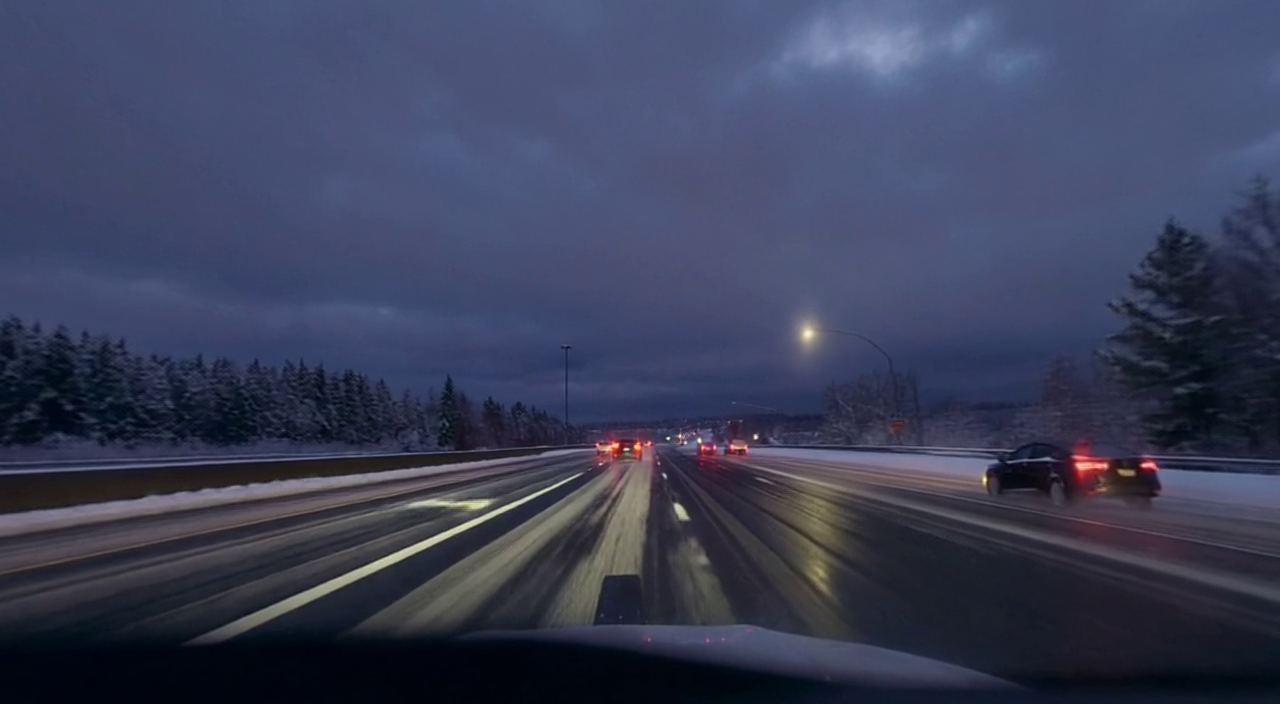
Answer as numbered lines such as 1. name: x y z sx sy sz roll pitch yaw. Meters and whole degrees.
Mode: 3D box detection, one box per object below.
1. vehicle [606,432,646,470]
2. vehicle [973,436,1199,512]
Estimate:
1. vehicle: -0.653 5.194 33.126 1.893 1.827 4.513 0 -8 1
2. vehicle: 9.810 2.692 14.471 1.900 1.432 4.519 0 -8 0
